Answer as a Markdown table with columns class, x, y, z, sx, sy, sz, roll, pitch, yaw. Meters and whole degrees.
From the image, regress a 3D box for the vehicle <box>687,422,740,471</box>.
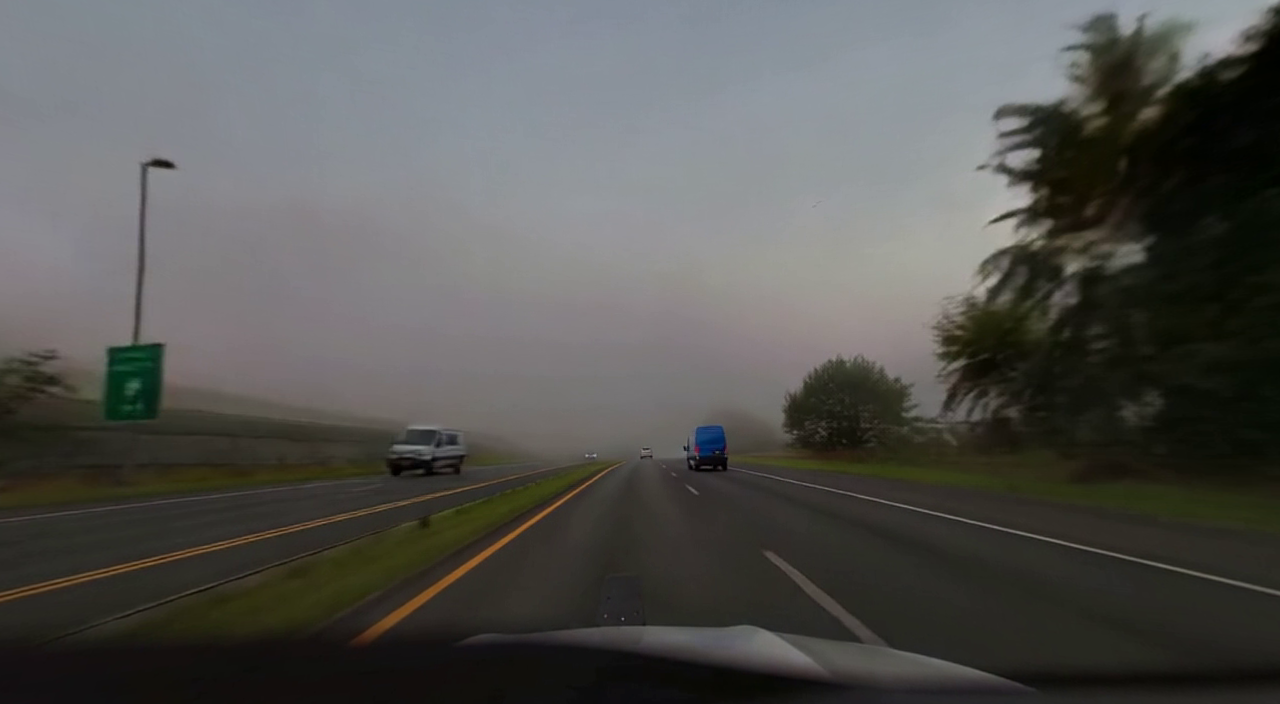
| class | x | y | z | sx | sy | sz | roll | pitch | yaw |
| --- | --- | --- | --- | --- | --- | --- | --- | --- | --- |
| vehicle | 4.373 | 5.810 | 38.668 | 2.437 | 2.735 | 5.507 | 0 | -9 | -1 |

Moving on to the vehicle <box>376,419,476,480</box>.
| class | x | y | z | sx | sy | sz | roll | pitch | yaw |
| --- | --- | --- | --- | --- | --- | --- | --- | --- | --- |
| vehicle | -12.173 | 5.665 | 36.751 | 3.050 | 3.166 | 7.885 | 0 | -9 | 0 |
